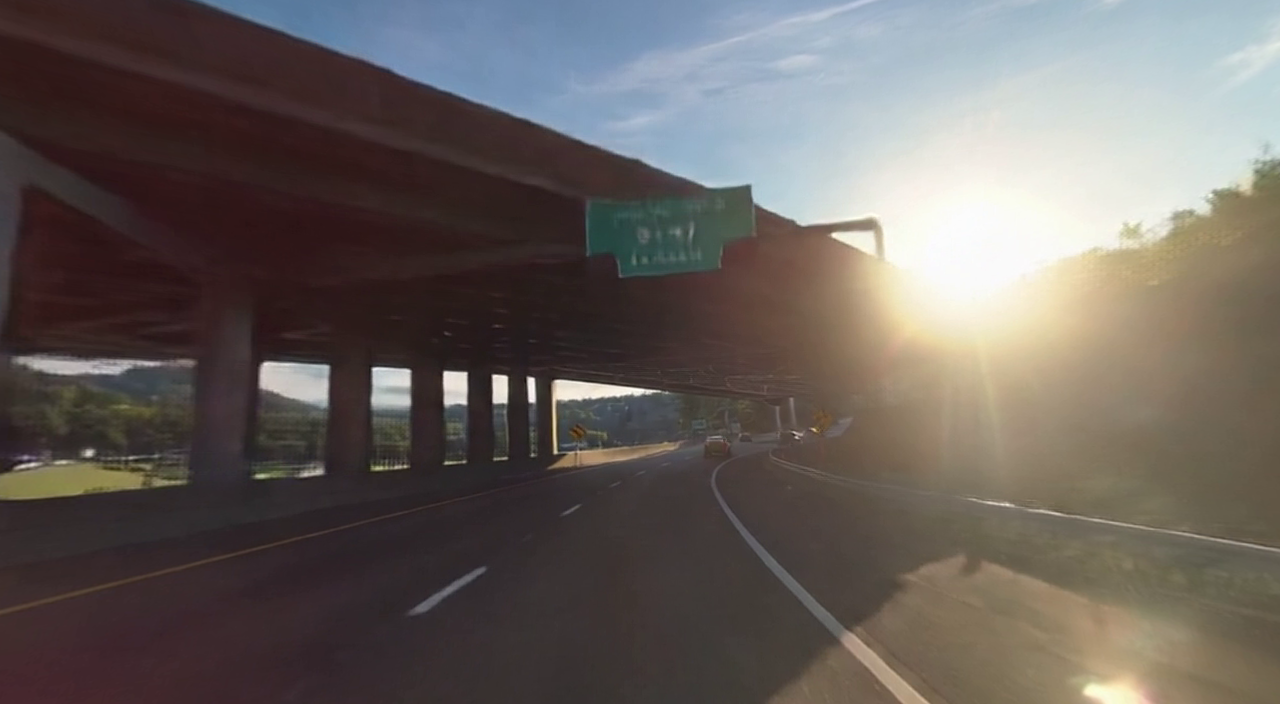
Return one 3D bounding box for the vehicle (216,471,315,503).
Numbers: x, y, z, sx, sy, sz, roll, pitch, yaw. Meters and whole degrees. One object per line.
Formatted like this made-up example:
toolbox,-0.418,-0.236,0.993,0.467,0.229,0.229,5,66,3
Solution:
vehicle,-21.075,7.558,35.526,4.374,1.541,1.860,8,-12,-41
